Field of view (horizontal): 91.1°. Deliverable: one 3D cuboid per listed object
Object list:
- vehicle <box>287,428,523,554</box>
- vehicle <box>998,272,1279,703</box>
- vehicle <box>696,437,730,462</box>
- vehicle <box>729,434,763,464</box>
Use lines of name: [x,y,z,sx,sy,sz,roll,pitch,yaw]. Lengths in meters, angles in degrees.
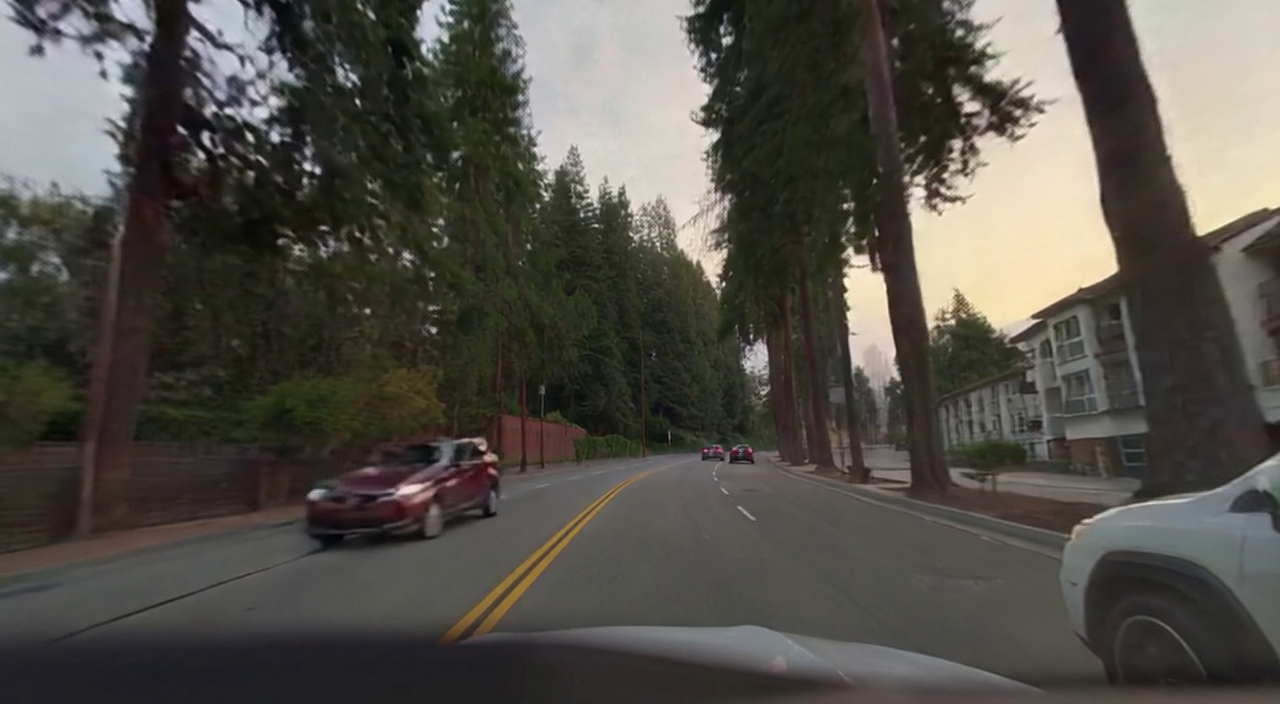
vehicle: [-3.332,2.048,9.940,1.958,1.538,4.081,-1,-9,3]
vehicle: [3.227,0.531,1.120,2.219,1.881,5.104,-1,-9,1]
vehicle: [5.763,7.635,49.352,2.158,1.852,4.485,-2,-9,12]
vehicle: [6.936,6.355,41.142,2.069,1.791,4.422,-2,-9,9]
